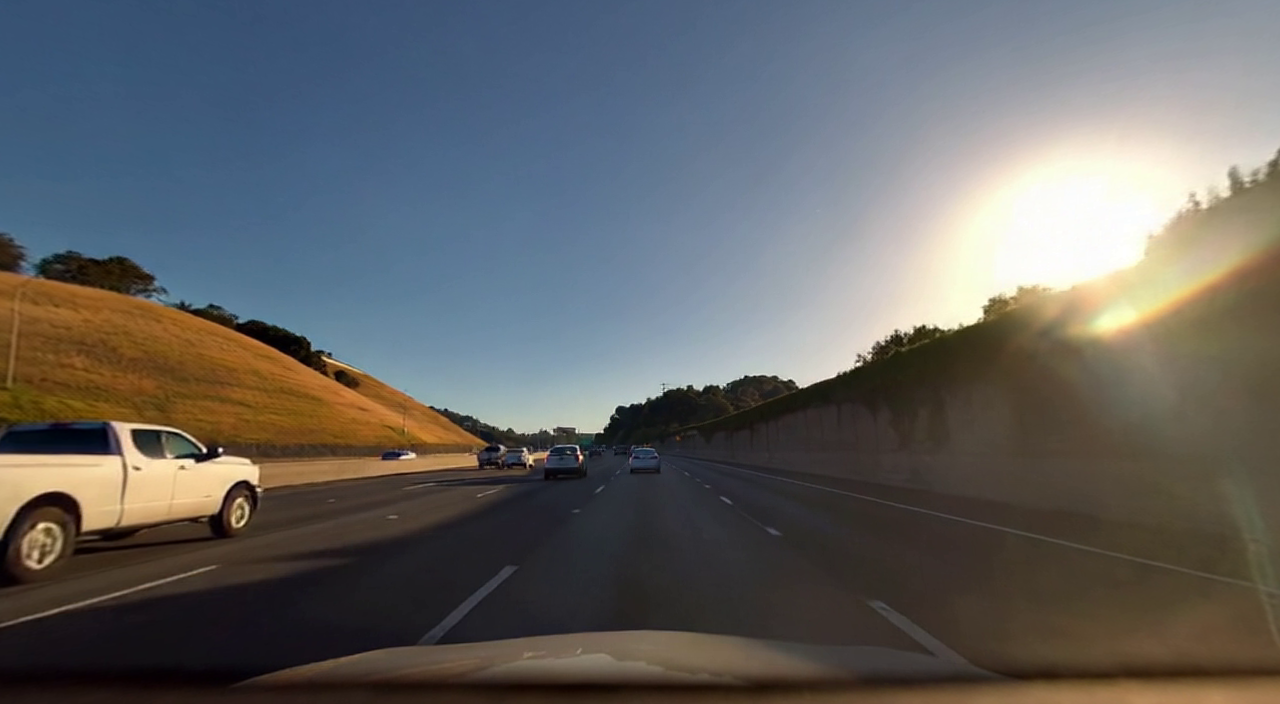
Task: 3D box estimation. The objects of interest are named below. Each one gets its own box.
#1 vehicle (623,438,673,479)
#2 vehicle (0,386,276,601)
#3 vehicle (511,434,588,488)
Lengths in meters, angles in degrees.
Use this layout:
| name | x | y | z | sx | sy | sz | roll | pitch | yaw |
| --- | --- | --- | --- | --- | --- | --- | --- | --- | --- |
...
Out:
| name | x | y | z | sx | sy | sz | roll | pitch | yaw |
| --- | --- | --- | --- | --- | --- | --- | --- | --- | --- |
| vehicle | 0.362 | 5.075 | 30.232 | 2.233 | 1.804 | 4.273 | 0 | -9 | 0 |
| vehicle | -6.635 | 1.447 | 6.877 | 2.108 | 1.856 | 5.214 | 0 | -9 | 1 |
| vehicle | -3.236 | 4.021 | 23.545 | 2.093 | 1.820 | 4.506 | 0 | -9 | 1 |
